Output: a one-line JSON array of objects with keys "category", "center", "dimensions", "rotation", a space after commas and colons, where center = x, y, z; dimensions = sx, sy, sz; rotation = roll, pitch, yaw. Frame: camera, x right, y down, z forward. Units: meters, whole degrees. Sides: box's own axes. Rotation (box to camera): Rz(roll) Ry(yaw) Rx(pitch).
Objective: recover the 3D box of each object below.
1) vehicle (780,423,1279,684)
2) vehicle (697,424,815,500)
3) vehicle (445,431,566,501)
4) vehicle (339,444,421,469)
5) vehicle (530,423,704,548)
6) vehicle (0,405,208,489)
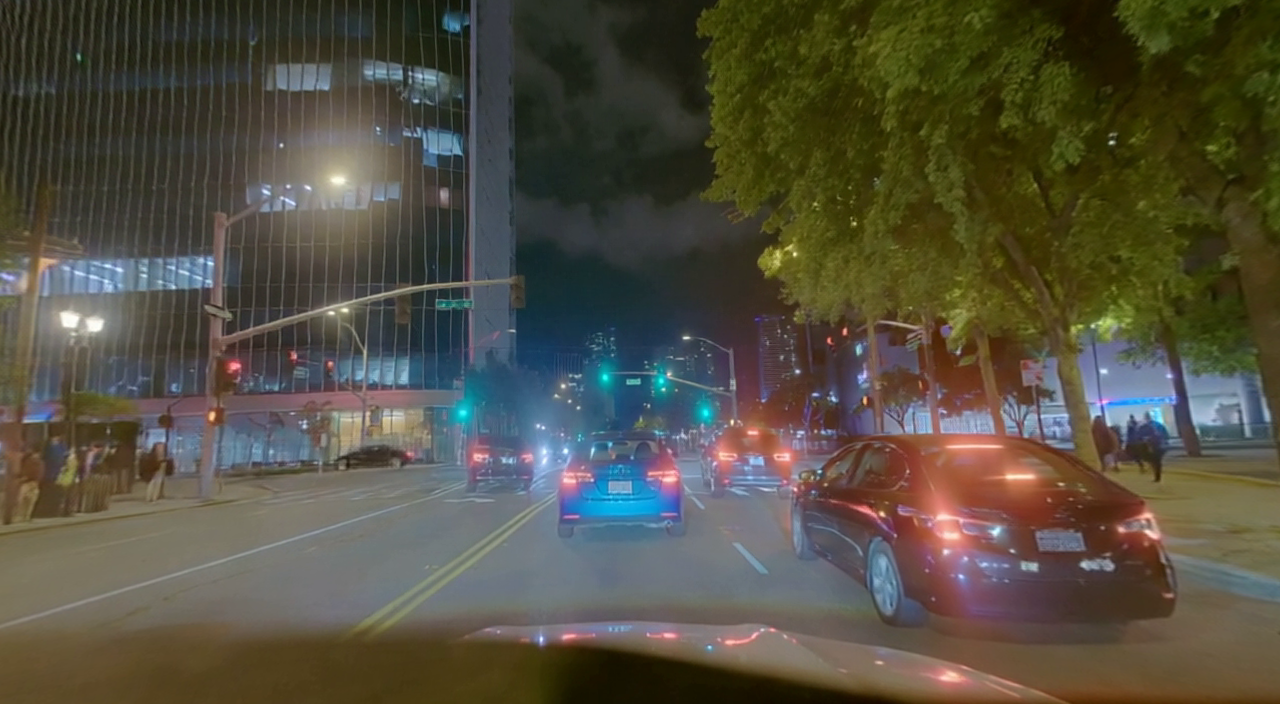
[{"category": "vehicle", "center": [2.754, 1.453, 5.714], "dimensions": [1.952, 1.464, 4.165], "rotation": [0, -8, -1]}, {"category": "vehicle", "center": [2.875, 2.865, 16.725], "dimensions": [2.234, 1.723, 4.486], "rotation": [0, -8, -1]}, {"category": "vehicle", "center": [-3.240, 2.844, 16.085], "dimensions": [2.068, 1.513, 4.221], "rotation": [0, -8, 1]}, {"category": "vehicle", "center": [-15.866, 6.338, 38.255], "dimensions": [4.531, 1.427, 1.957], "rotation": [-4, -9, 24]}, {"category": "vehicle", "center": [-0.315, 1.904, 9.632], "dimensions": [2.072, 1.476, 4.078], "rotation": [0, -8, -1]}, {"category": "vehicle", "center": [-25.629, 4.361, 28.913], "dimensions": [8.989, 3.623, 2.884], "rotation": [0, -8, -2]}]
